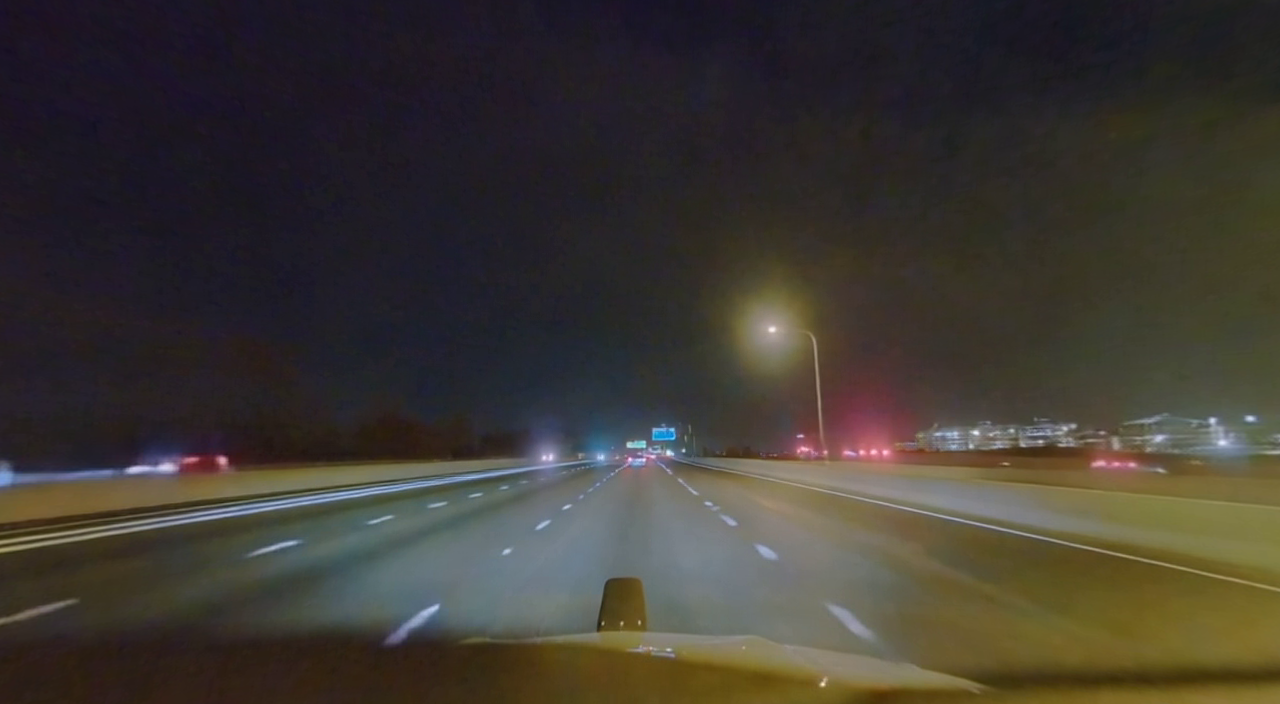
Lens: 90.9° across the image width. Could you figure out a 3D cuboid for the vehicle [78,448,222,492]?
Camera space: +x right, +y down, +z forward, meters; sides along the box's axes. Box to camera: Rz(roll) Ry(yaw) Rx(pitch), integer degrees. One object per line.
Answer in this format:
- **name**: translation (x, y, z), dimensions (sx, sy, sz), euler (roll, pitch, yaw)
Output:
- **vehicle**: translation (-18.819, 4.530, 24.534), dimensions (1.874, 1.512, 4.560), euler (0, -9, 0)
